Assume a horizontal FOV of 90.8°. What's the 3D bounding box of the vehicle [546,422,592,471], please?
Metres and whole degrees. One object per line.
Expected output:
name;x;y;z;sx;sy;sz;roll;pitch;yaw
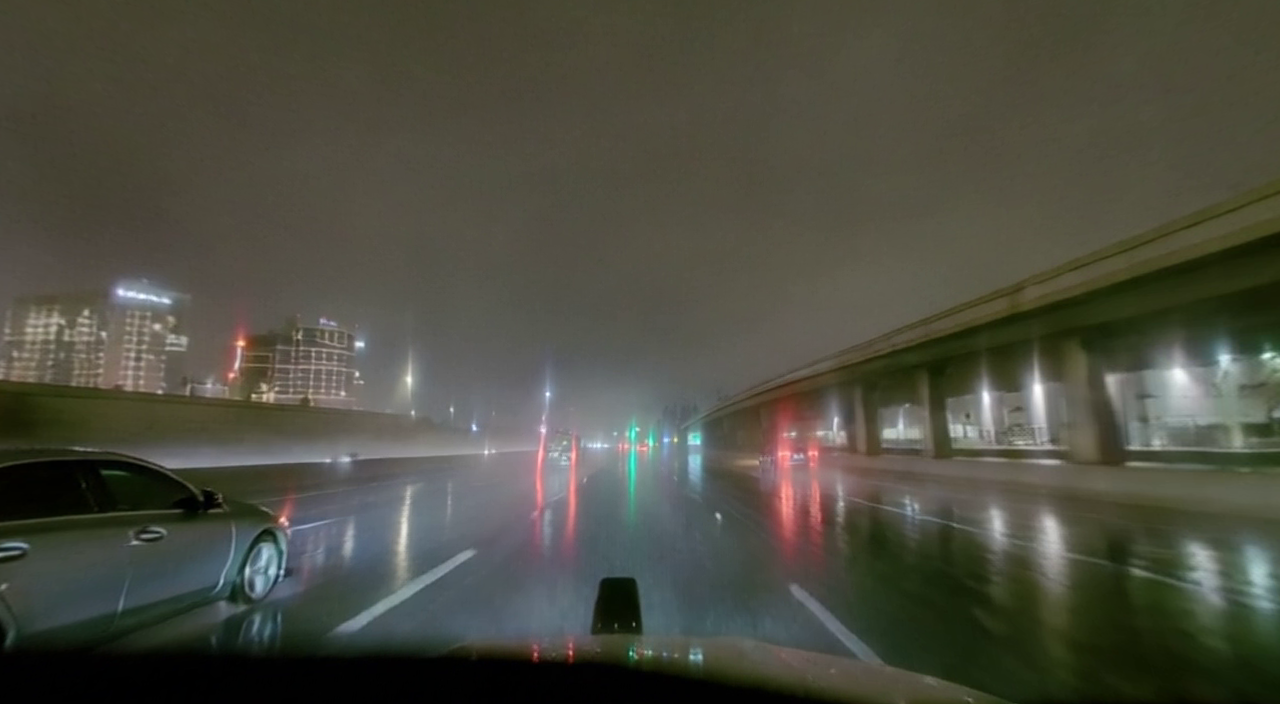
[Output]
vehicle;-4.516;6.183;41.351;2.364;2.953;6.732;0;-9;-1

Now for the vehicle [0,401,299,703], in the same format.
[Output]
vehicle;-3.990;1.045;3.129;2.025;1.556;4.594;0;-9;0
